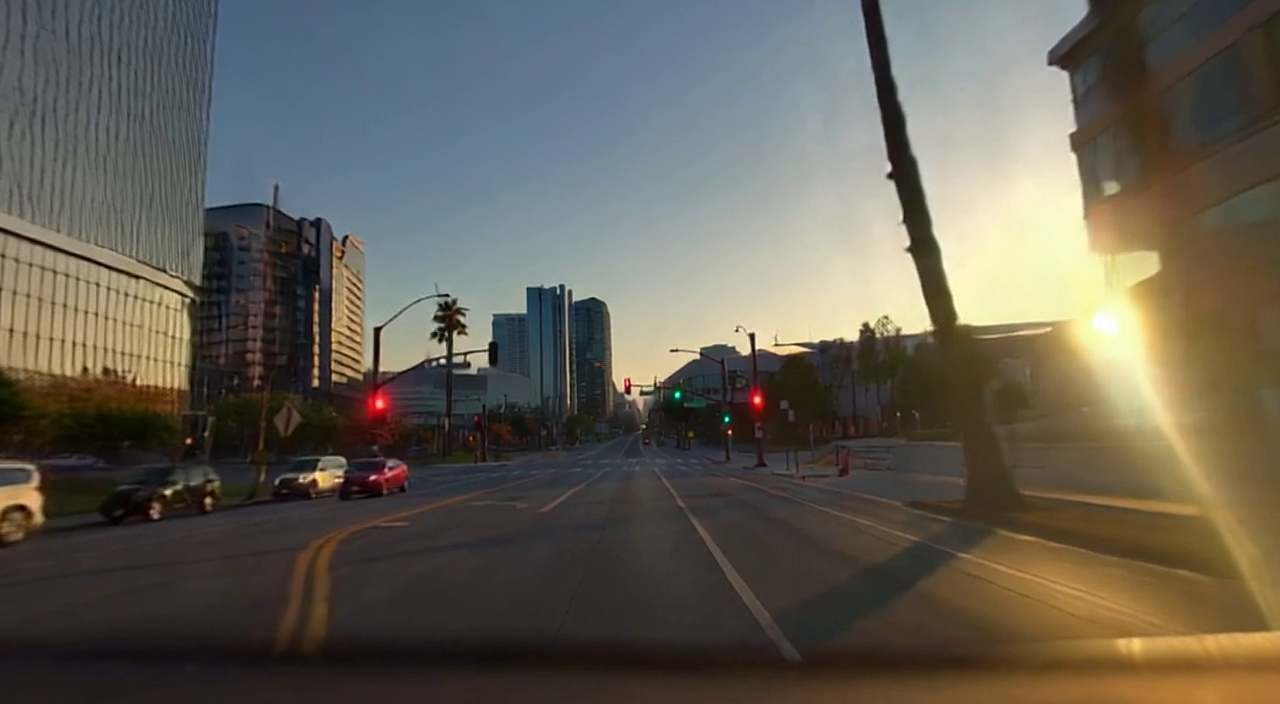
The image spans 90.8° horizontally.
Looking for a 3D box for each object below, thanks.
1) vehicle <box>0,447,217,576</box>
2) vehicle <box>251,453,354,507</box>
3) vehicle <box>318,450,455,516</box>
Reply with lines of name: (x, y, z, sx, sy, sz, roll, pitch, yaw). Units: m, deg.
vehicle: (-9.659, 2.489, 10.687, 1.940, 1.726, 4.395, -1, -8, 0)
vehicle: (-13.296, 5.001, 25.182, 1.913, 1.694, 4.462, -5, -8, -4)
vehicle: (-6.499, 3.367, 16.807, 1.868, 1.467, 4.267, -1, -8, 0)
